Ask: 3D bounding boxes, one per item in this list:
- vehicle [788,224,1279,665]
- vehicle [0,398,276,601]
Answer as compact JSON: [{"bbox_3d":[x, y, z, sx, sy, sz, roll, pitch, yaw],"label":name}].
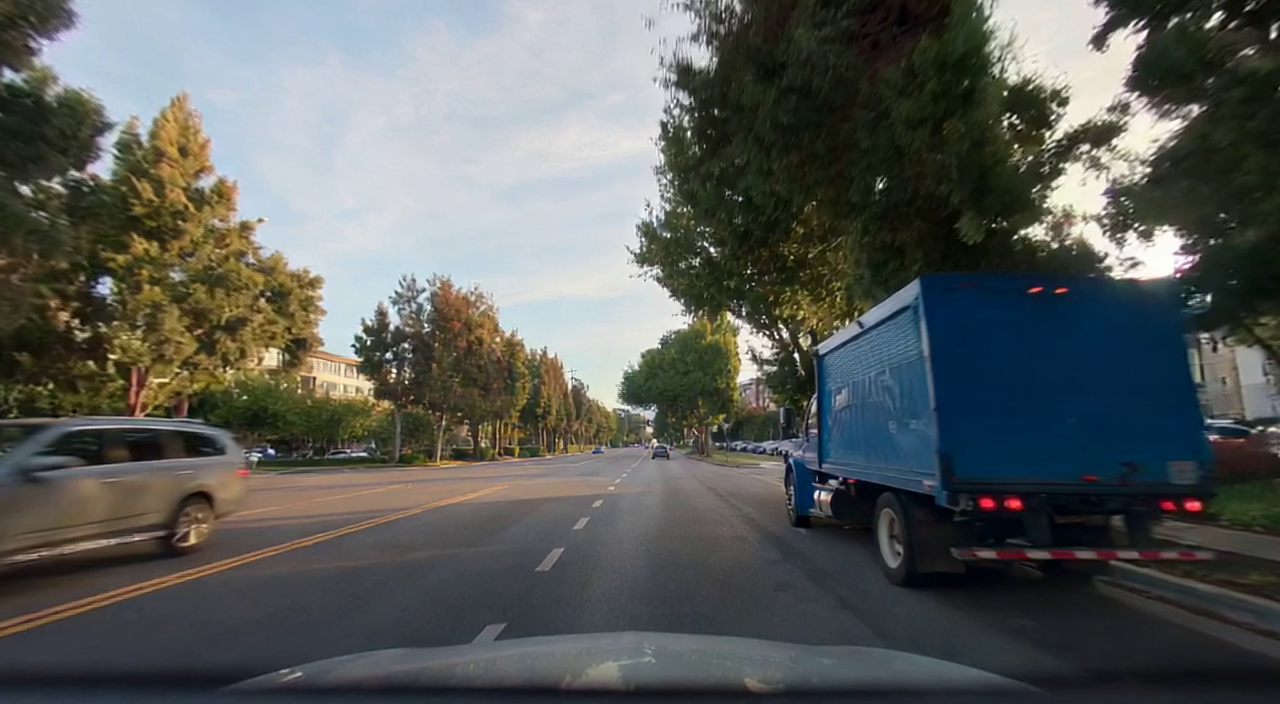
[{"bbox_3d":[3.844,1.049,7.407,2.698,2.863,6.317,4,-9,1],"label":"vehicle"},{"bbox_3d":[-6.476,1.481,6.839,2.081,1.711,4.820,0,-9,1],"label":"vehicle"}]
